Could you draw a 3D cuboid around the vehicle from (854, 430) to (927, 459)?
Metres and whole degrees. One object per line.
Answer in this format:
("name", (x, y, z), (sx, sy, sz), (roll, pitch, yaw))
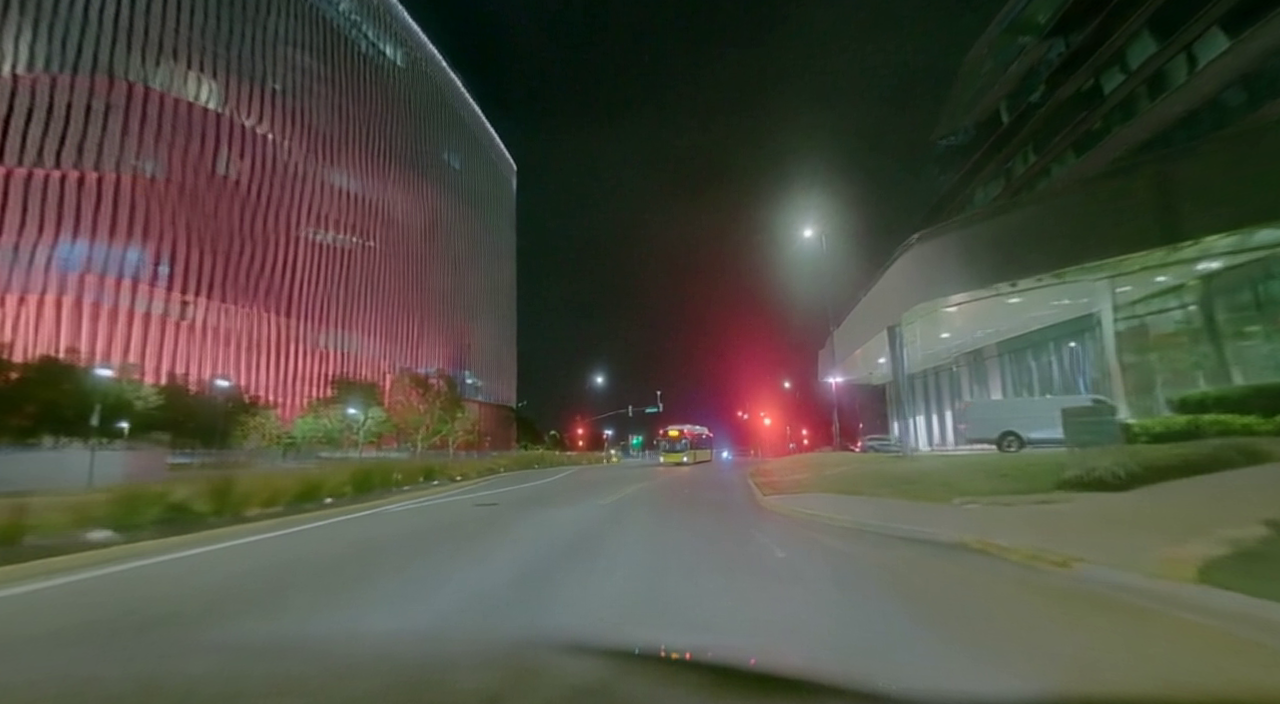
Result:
("vehicle", (18.665, 6.967, 47.089), (4.647, 1.951, 2.304), (-3, -10, 13))

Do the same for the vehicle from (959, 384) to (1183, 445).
("vehicle", (14.368, 2.173, 21.420), (5.745, 1.902, 2.244), (-1, -9, 9))
